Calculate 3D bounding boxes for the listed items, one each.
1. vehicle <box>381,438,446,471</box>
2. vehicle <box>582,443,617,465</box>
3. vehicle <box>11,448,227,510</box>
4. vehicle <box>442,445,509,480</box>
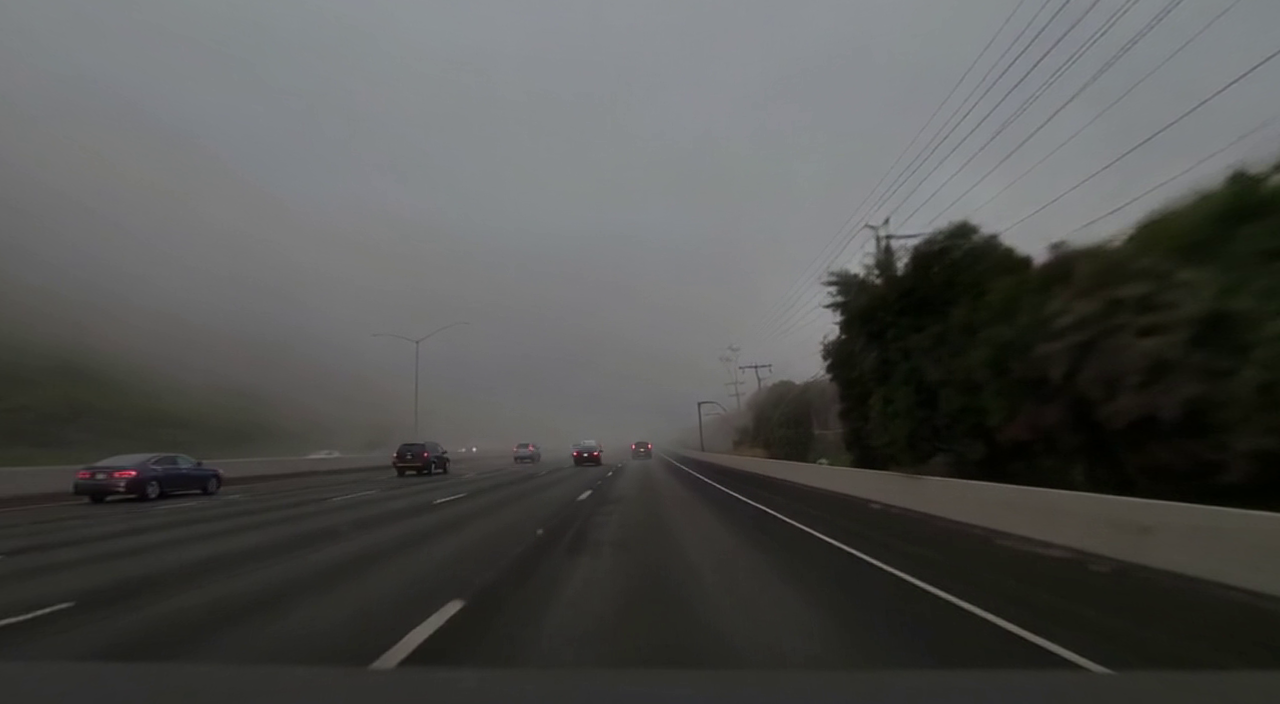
[{"bbox_3d":[-14.347,6.525,40.289,2.172,1.946,5.017,0,-9,1],"label":"vehicle"},{"bbox_3d":[-2.728,7.085,43.816,2.064,1.446,4.409,0,-9,1],"label":"vehicle"},{"bbox_3d":[-14.350,3.478,17.874,1.885,1.474,4.849,0,-9,1],"label":"vehicle"},{"bbox_3d":[-7.447,5.014,28.986,1.899,1.472,4.202,0,-9,1],"label":"vehicle"}]
